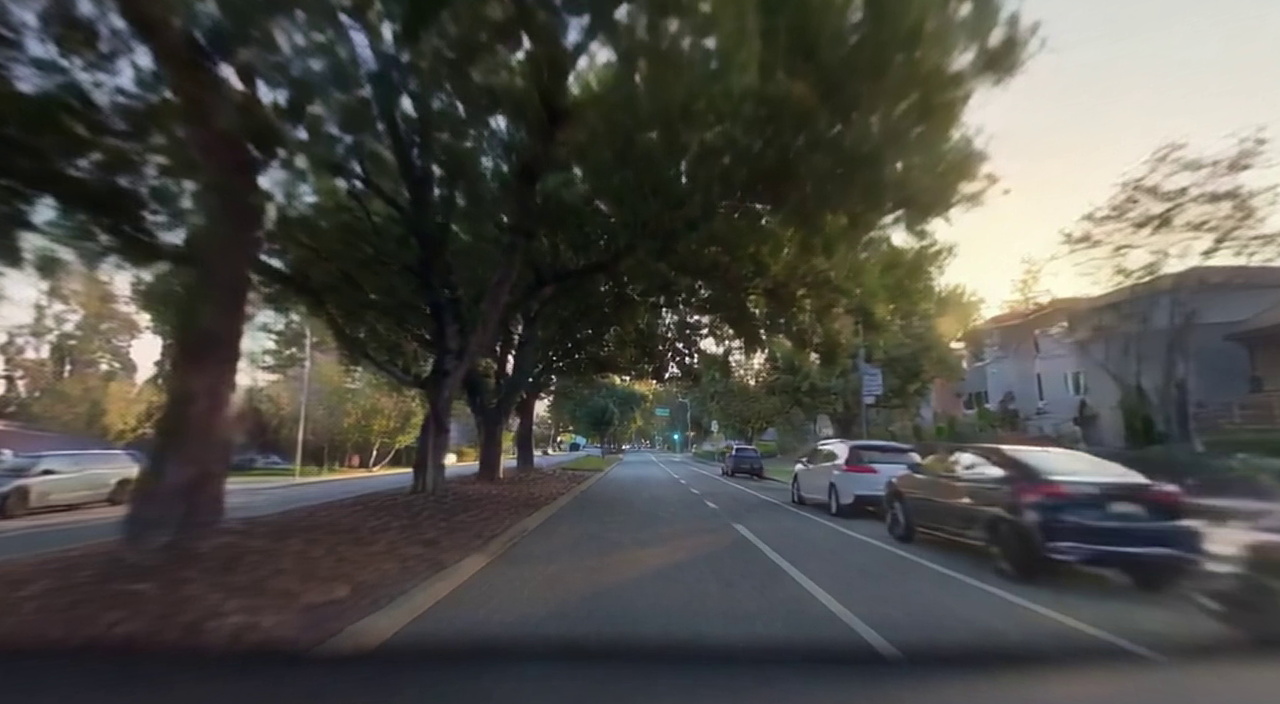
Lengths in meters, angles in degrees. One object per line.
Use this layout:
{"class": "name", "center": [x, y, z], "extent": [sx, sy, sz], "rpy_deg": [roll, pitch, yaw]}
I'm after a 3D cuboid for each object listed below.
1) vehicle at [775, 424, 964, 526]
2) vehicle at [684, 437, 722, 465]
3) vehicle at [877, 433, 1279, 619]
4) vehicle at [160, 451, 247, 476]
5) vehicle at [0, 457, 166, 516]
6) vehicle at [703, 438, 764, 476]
{"class": "vehicle", "center": [4.440, 2.467, 13.275], "extent": [2.077, 1.718, 4.885], "rpy_deg": [0, -9, -1]}
{"class": "vehicle", "center": [4.371, 7.011, 44.637], "extent": [2.078, 1.837, 5.088], "rpy_deg": [0, -9, -1]}
{"class": "vehicle", "center": [4.617, 1.741, 7.395], "extent": [1.888, 1.474, 4.532], "rpy_deg": [0, -9, 0]}
{"class": "vehicle", "center": [-28.803, 7.340, 41.764], "extent": [4.376, 1.482, 1.933], "rpy_deg": [-2, -9, 1]}
{"class": "vehicle", "center": [-17.693, 4.189, 20.138], "extent": [1.871, 1.596, 4.114], "rpy_deg": [0, -9, 1]}
{"class": "vehicle", "center": [4.527, 5.184, 31.499], "extent": [2.154, 1.718, 4.980], "rpy_deg": [0, -9, -2]}
